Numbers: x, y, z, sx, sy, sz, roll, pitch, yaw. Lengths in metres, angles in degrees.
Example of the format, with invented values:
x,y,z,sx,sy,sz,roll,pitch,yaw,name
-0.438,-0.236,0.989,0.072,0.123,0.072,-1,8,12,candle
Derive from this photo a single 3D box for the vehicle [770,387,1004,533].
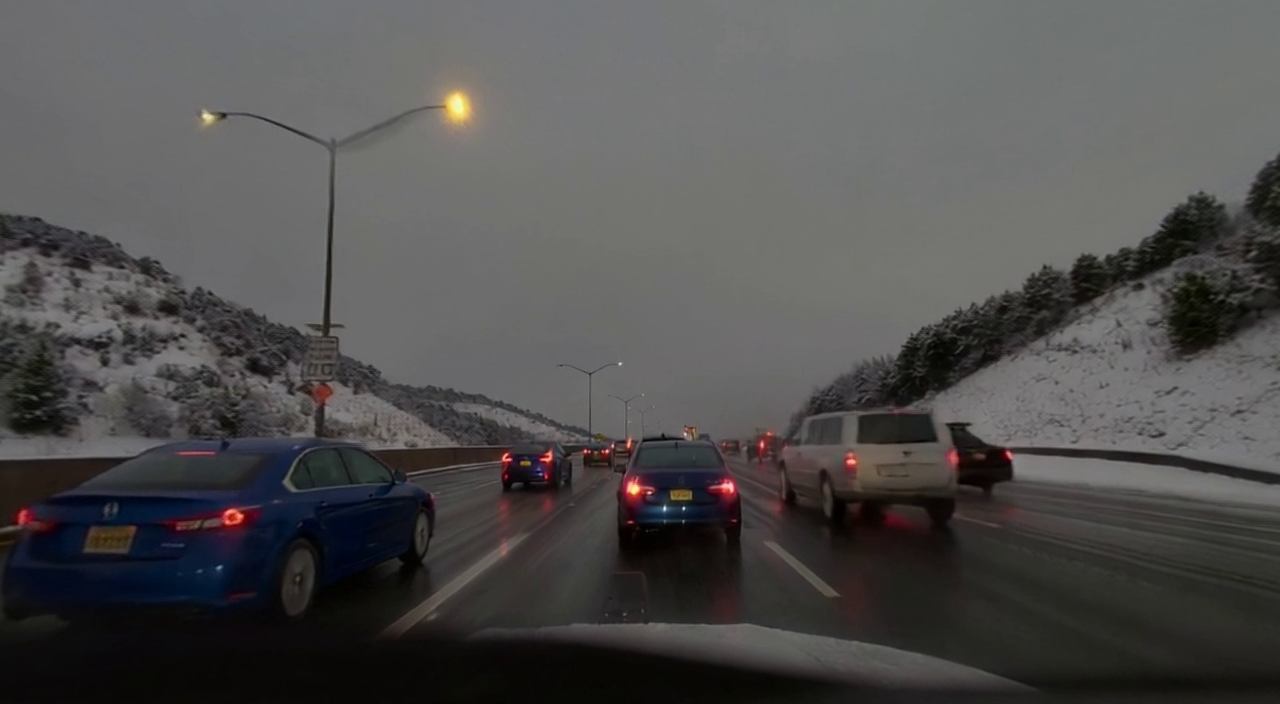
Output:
x,y,z,sx,sy,sz,roll,pitch,yaw,name
3.683,1.739,10.545,2.086,1.884,4.547,0,-8,1,vehicle

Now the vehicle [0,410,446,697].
x,y,z,sx,sy,sz,roll,pitch,yaw,name
-3.454,1.396,5.597,2.033,1.513,4.333,0,-8,1,vehicle

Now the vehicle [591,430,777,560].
x,y,z,sx,sy,sz,roll,pitch,yaw,name
0.523,1.895,9.073,2.072,1.431,3.904,0,-8,1,vehicle

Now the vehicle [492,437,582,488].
x,y,z,sx,sy,sz,roll,pitch,yaw,name
-3.138,3.495,20.256,2.017,1.446,4.384,0,-8,2,vehicle
